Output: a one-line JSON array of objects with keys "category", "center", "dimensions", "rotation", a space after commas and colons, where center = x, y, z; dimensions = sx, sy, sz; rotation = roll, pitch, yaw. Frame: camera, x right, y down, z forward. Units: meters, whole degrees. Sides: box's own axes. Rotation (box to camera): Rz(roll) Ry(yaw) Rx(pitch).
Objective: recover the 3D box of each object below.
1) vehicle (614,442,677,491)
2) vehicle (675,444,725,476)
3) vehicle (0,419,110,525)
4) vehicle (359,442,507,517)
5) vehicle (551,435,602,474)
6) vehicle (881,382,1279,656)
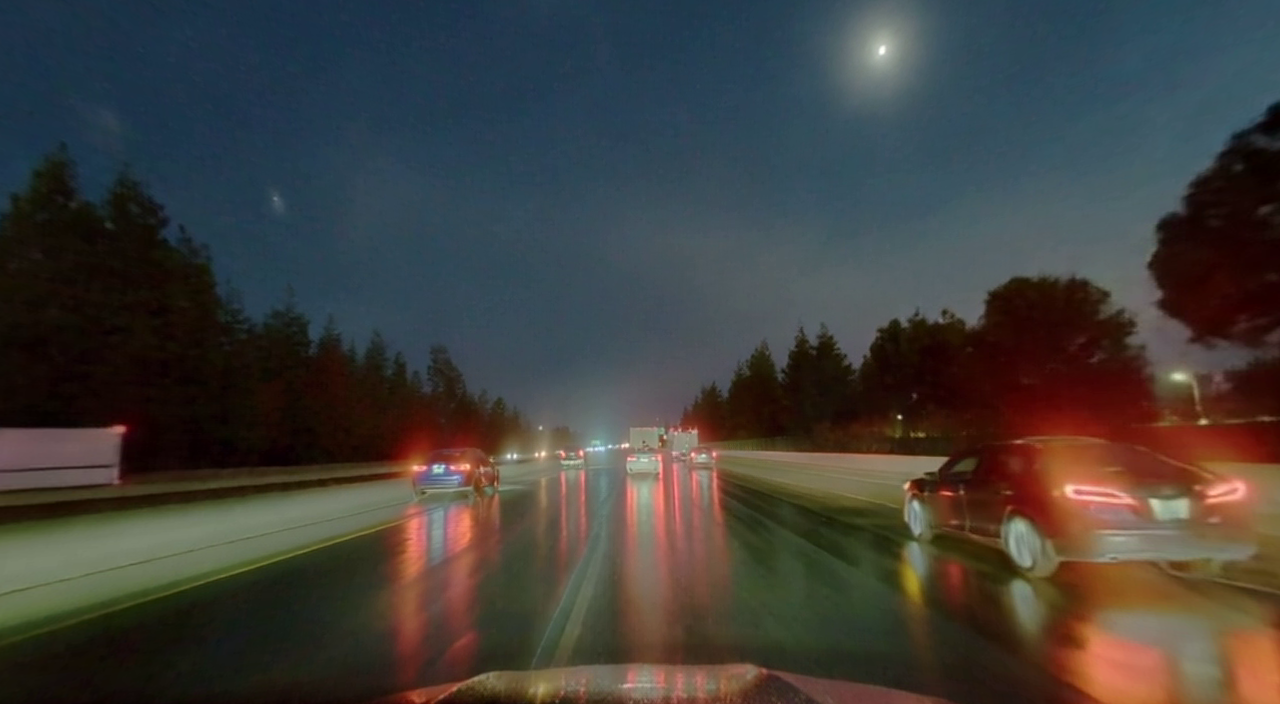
[{"category": "vehicle", "center": [0.158, 4.047, 22.479], "dimensions": [2.015, 1.526, 4.286], "rotation": [0, -9, 0]}, {"category": "vehicle", "center": [2.988, 5.502, 32.034], "dimensions": [1.959, 1.503, 4.064], "rotation": [0, -9, -3]}, {"category": "vehicle", "center": [-16.446, 2.871, 14.921], "dimensions": [2.408, 2.483, 5.904], "rotation": [0, -9, 0]}, {"category": "vehicle", "center": [-4.612, 2.898, 14.776], "dimensions": [1.967, 1.473, 4.439], "rotation": [0, -9, 0]}, {"category": "vehicle", "center": [-3.405, 5.664, 34.682], "dimensions": [2.230, 1.973, 4.403], "rotation": [-1, -9, 2]}, {"category": "vehicle", "center": [4.174, 1.325, 5.948], "dimensions": [2.018, 1.639, 4.149], "rotation": [0, -9, -1]}]
